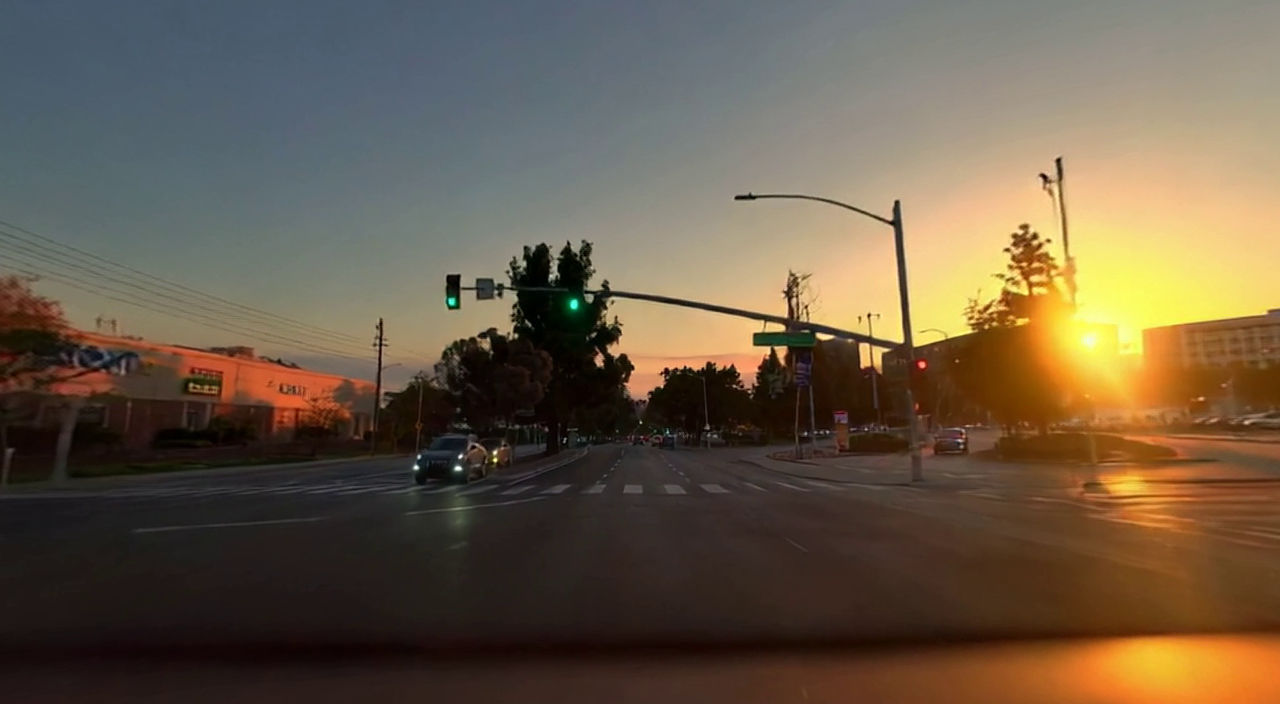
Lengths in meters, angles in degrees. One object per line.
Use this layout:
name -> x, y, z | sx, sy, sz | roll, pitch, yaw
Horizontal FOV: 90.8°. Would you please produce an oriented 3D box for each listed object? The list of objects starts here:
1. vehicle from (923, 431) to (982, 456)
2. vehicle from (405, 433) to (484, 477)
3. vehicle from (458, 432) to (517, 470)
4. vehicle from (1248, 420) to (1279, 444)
vehicle -> 20.216, 5.907, 40.739 | 2.094, 1.488, 4.433 | -8, -11, 43
vehicle -> -8.513, 4.499, 28.044 | 1.946, 1.710, 5.043 | -1, -7, 0
vehicle -> -8.372, 5.420, 35.036 | 2.037, 1.799, 4.928 | -3, -7, 0
vehicle -> 41.560, 5.276, 41.455 | 4.126, 1.490, 1.892 | 7, -11, -41
